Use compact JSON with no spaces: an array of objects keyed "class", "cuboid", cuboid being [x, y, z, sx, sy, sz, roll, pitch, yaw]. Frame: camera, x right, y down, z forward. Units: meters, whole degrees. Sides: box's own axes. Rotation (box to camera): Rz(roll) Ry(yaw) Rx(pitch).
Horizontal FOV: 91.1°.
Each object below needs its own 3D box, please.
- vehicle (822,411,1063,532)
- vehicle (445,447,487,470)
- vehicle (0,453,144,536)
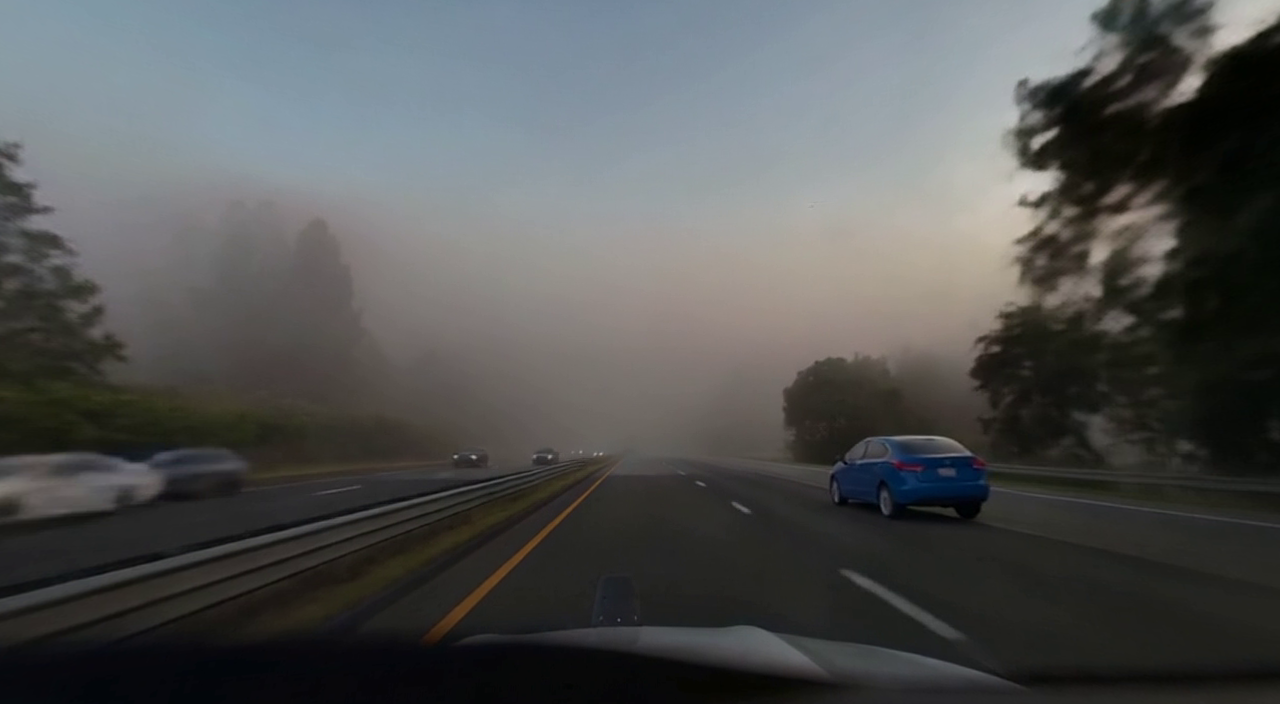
[{"class":"vehicle","cuboid":[5.200,2.134,11.760,2.117,1.783,4.627,0,-9,-1]},{"class":"vehicle","cuboid":[-13.263,8.113,48.261,2.024,1.663,4.158,0,-9,0]},{"class":"vehicle","cuboid":[-12.736,2.798,12.596,1.944,1.474,4.503,0,-9,-1]}]
